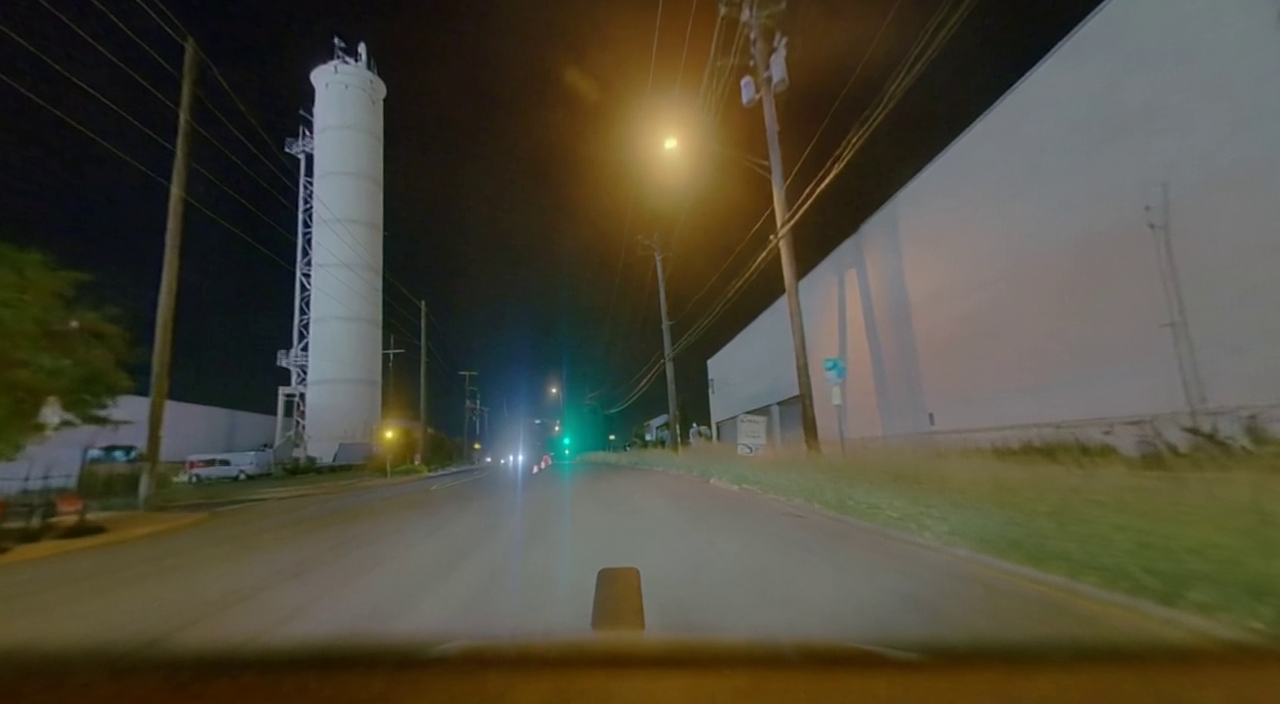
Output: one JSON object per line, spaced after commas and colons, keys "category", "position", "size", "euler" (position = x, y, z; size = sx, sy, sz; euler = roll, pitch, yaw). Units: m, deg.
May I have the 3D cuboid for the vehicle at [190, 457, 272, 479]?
{"category": "vehicle", "position": [-27.852, 7.902, 43.108], "size": [4.184, 1.411, 1.855], "euler": [1, -9, -7]}
